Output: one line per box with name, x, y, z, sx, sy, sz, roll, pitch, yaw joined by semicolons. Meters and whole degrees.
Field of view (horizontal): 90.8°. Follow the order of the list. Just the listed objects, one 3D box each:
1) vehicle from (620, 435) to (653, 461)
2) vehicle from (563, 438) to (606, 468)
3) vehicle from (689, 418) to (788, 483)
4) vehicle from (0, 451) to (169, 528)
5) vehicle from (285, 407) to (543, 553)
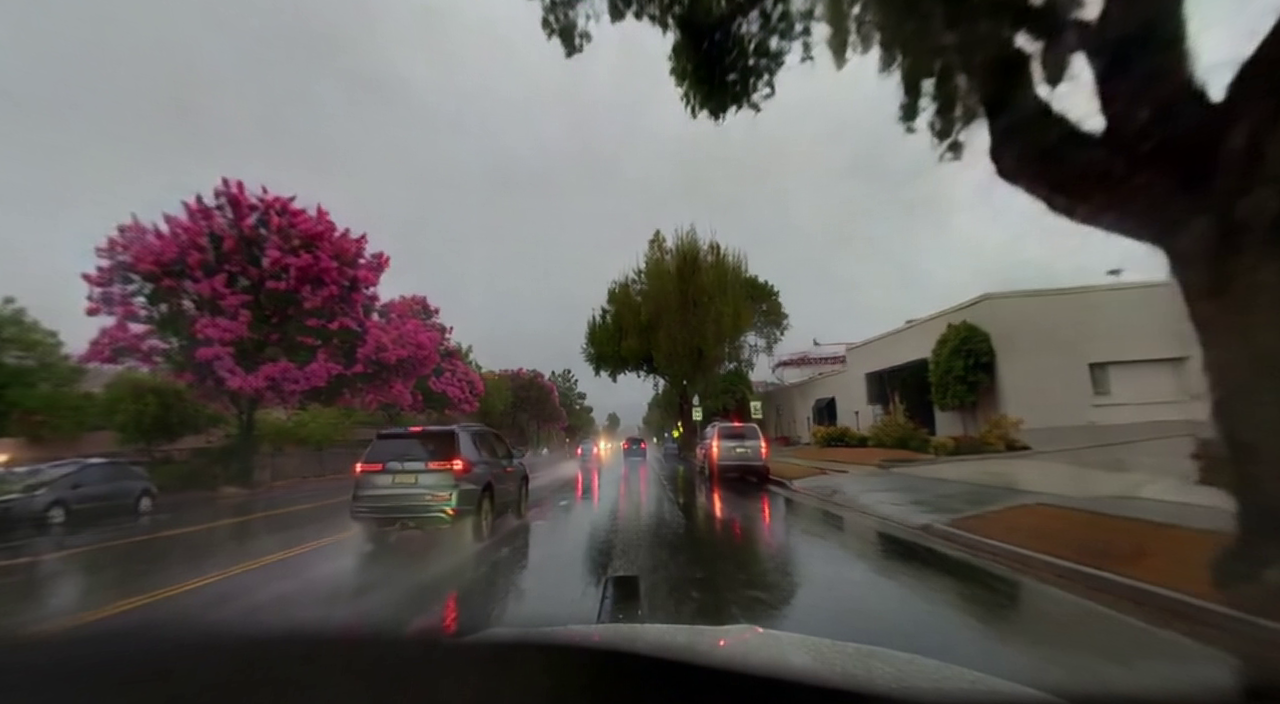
vehicle;-0.274;7.125;46.761;2.376;1.801;4.317;0;-8;0
vehicle;-3.224;5.908;37.227;2.167;1.634;4.220;0;-8;0
vehicle;3.329;3.497;22.645;2.653;2.058;5.096;0;-8;-1
vehicle;-16.265;3.874;18.297;1.955;1.698;4.443;-4;-7;-1
vehicle;-3.145;1.924;10.265;2.257;1.751;5.028;0;-8;1
